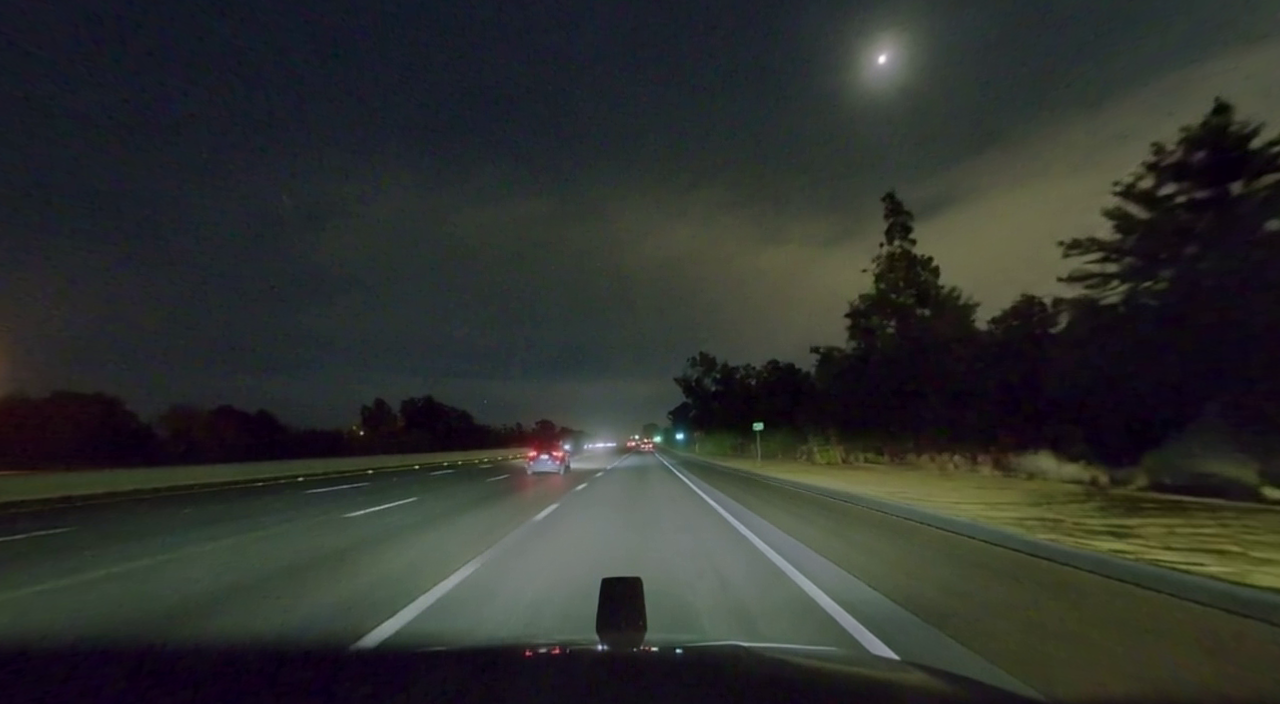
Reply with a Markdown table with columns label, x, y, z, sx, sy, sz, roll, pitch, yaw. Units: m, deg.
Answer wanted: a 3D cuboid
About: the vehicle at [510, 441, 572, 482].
| label | x | y | z | sx | sy | sz | roll | pitch | yaw |
| --- | --- | --- | --- | --- | --- | --- | --- | --- | --- |
| vehicle | -3.874 | 4.319 | 25.220 | 1.786 | 1.488 | 4.023 | 0 | -8 | 1 |
